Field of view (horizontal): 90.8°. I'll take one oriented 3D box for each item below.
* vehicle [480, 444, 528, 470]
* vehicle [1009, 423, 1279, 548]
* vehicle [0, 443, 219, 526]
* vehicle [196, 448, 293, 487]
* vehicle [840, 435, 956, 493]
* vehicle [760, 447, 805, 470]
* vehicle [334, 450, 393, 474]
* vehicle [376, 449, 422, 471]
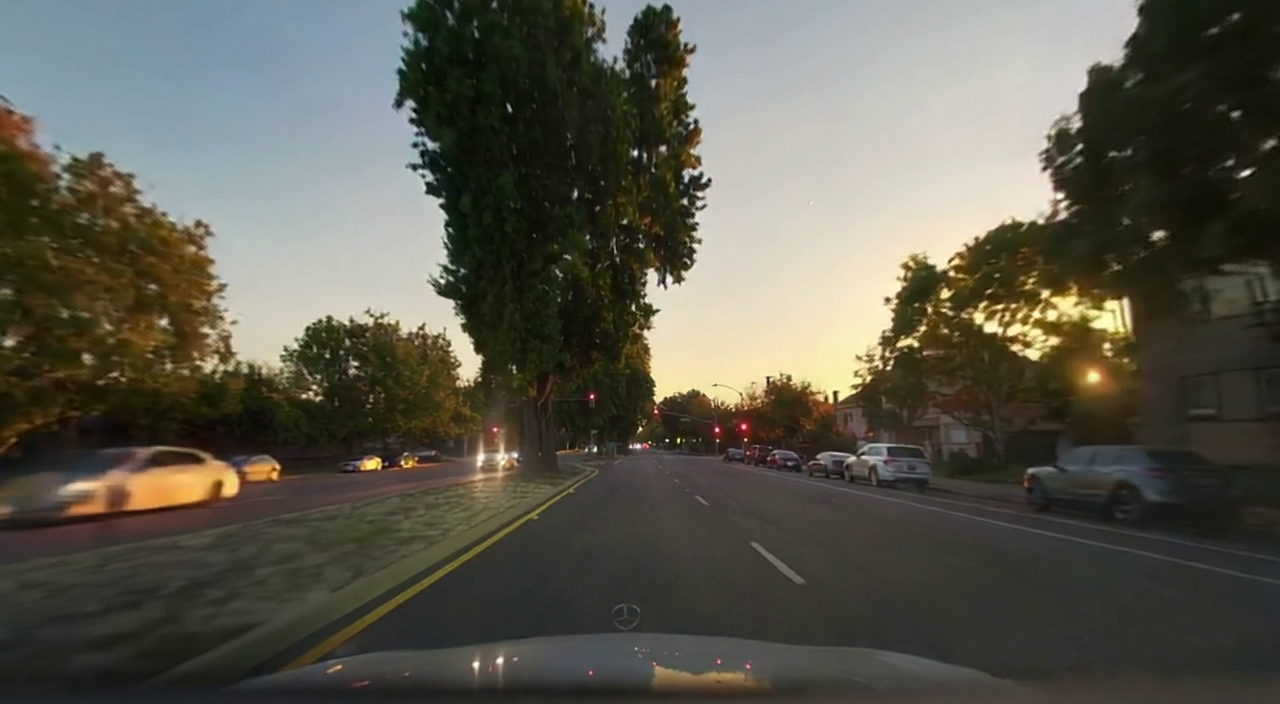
[{"bbox_3d":[-8.203,6.347,38.463,1.922,1.486,4.392,0,-8,1],"label":"vehicle"},{"bbox_3d":[9.990,2.453,12.471,2.182,1.902,5.406,0,-8,1],"label":"vehicle"},{"bbox_3d":[-11.668,2.745,13.760,1.826,1.472,4.493,0,-8,1],"label":"vehicle"},{"bbox_3d":[-18.382,5.331,29.627,1.842,1.660,4.120,0,-8,0],"label":"vehicle"},{"bbox_3d":[9.839,4.308,24.735,2.176,1.893,5.744,2,-8,0],"label":"vehicle"},{"bbox_3d":[9.785,7.300,43.740,1.931,1.473,4.742,0,-8,0],"label":"vehicle"},{"bbox_3d":[-18.306,7.282,42.070,1.844,1.480,4.729,0,-8,-1],"label":"vehicle"},{"bbox_3d":[-18.407,8.243,48.511,1.728,1.512,4.554,0,-8,0],"label":"vehicle"}]
